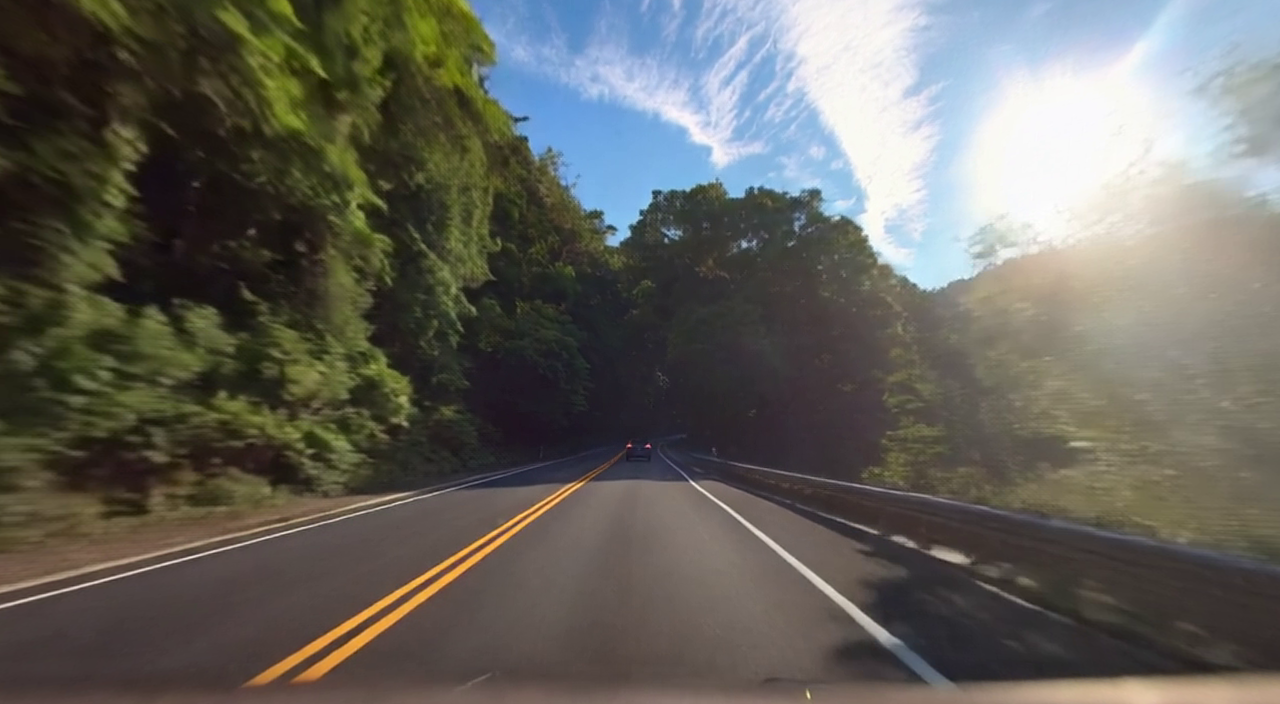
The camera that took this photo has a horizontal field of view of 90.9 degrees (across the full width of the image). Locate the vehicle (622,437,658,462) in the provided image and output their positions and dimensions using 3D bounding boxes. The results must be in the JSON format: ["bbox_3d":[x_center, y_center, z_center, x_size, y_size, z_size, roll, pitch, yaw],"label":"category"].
[{"bbox_3d":[0.016,6.112,39.699,2.120,1.491,4.349,-1,-8,0],"label":"vehicle"}]
